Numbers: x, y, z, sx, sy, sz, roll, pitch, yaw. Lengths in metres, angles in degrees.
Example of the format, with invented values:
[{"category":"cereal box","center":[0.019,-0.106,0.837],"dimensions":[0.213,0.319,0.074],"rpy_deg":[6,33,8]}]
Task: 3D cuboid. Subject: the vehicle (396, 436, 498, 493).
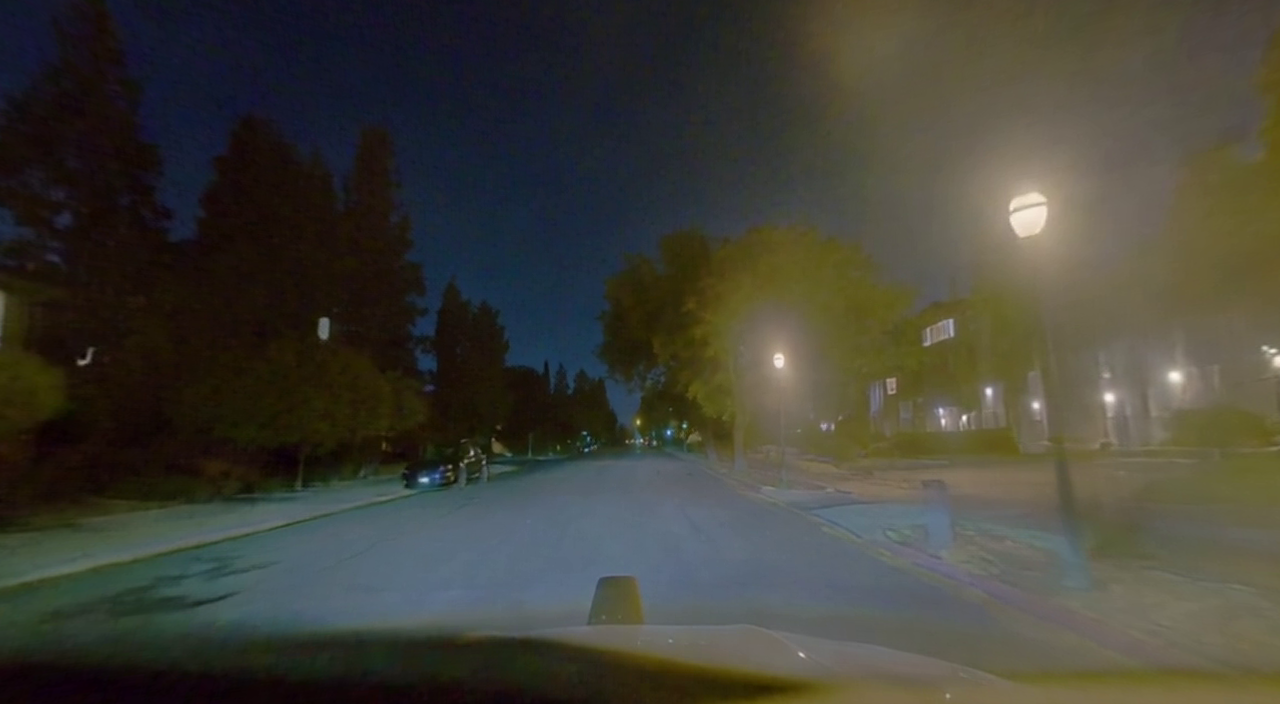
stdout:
[{"category":"vehicle","center":[-6.581,3.877,22.245],"dimensions":[2.078,1.745,5.119],"rpy_deg":[0,-8,-1]}]
